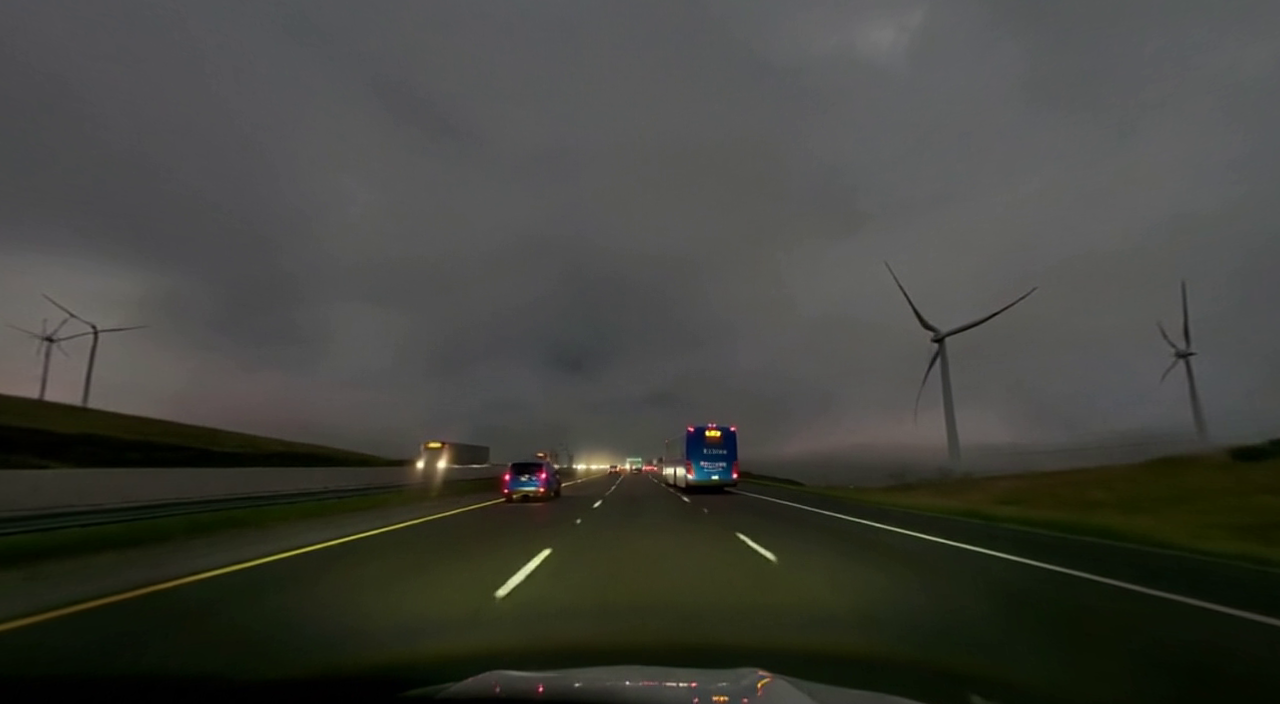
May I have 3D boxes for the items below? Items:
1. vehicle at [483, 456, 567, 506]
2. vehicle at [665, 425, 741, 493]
[{"bbox_3d":[-3.971,4.585,22.598,2.213,1.568,4.274,1,-10,0],"label":"vehicle"},{"bbox_3d":[3.609,6.979,40.654,2.941,3.574,14.463,1,-10,-2],"label":"vehicle"}]
